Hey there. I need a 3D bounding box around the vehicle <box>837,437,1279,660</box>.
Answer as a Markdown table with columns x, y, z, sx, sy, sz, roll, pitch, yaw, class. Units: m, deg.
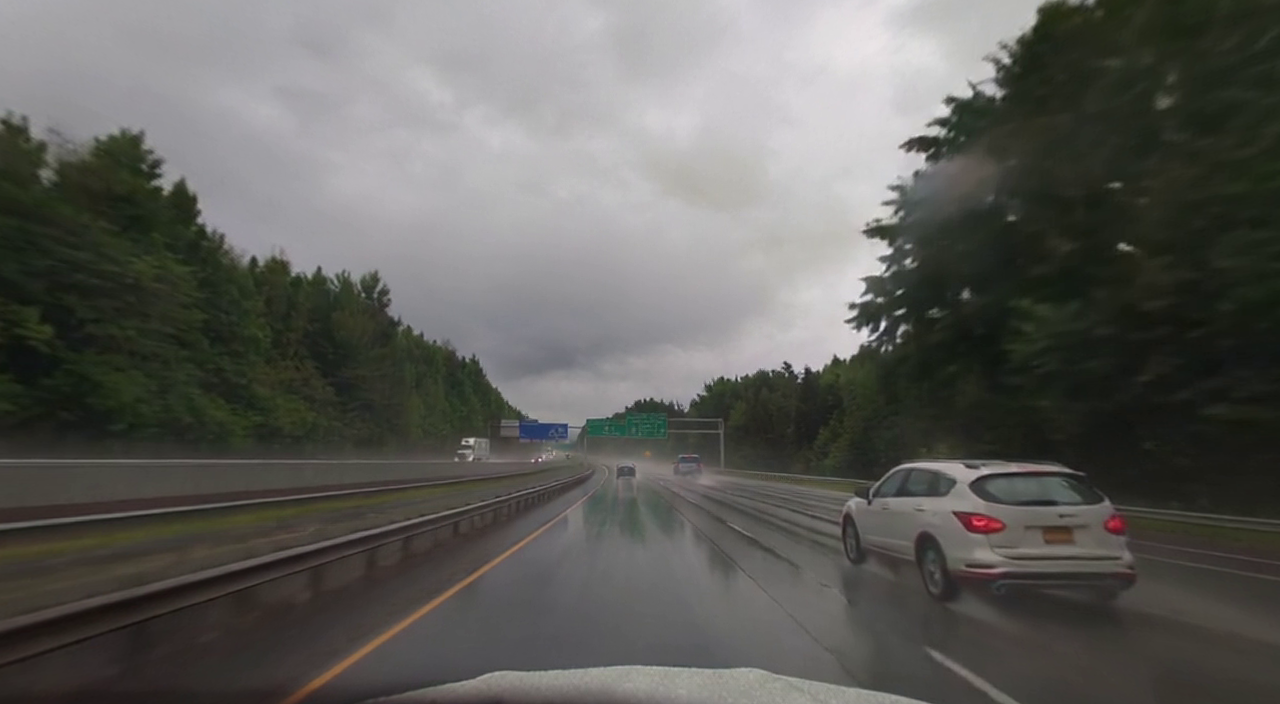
| x | y | z | sx | sy | sz | roll | pitch | yaw | class |
| --- | --- | --- | --- | --- | --- | --- | --- | --- | --- |
| 3.967 | 1.897 | 6.997 | 2.132 | 1.662 | 4.180 | 1 | -10 | -1 | vehicle |
